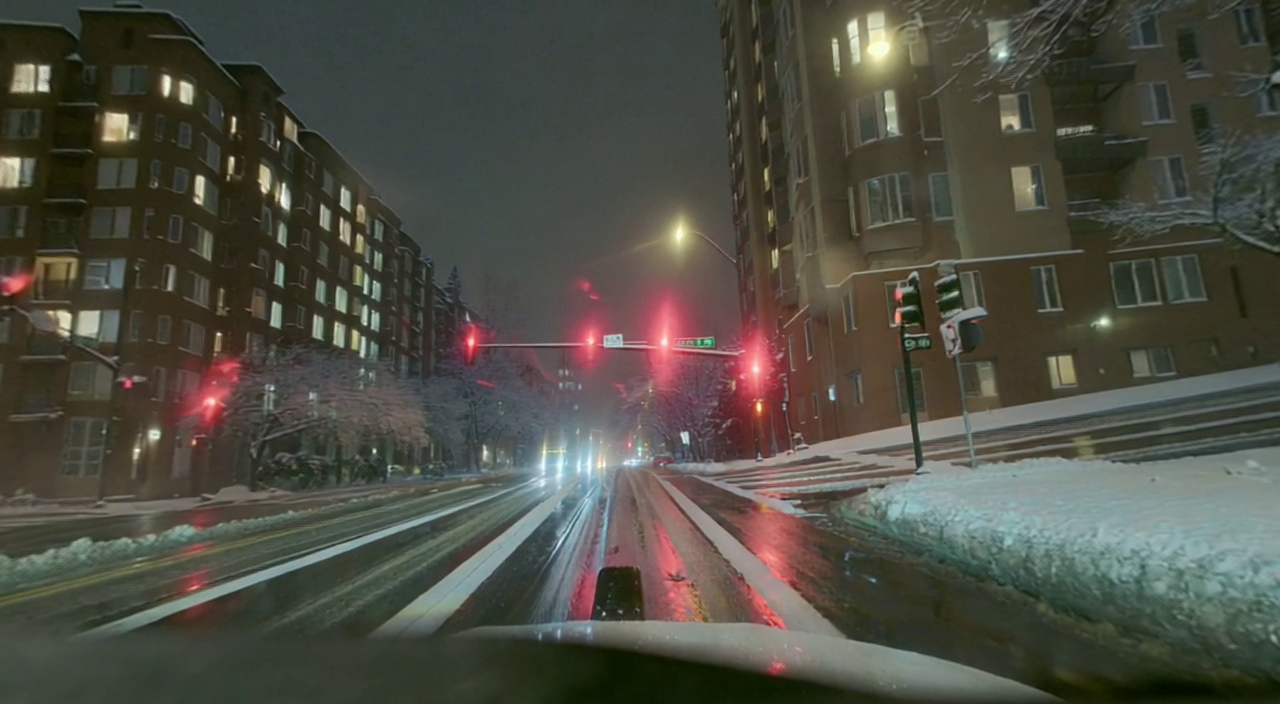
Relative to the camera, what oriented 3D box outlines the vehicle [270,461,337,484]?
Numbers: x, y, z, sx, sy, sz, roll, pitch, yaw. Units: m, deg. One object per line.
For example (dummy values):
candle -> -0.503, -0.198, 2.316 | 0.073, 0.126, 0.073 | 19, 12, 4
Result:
vehicle -> -24.660, 8.830, 46.271 | 3.882, 1.600, 1.768 | 0, -9, 1
